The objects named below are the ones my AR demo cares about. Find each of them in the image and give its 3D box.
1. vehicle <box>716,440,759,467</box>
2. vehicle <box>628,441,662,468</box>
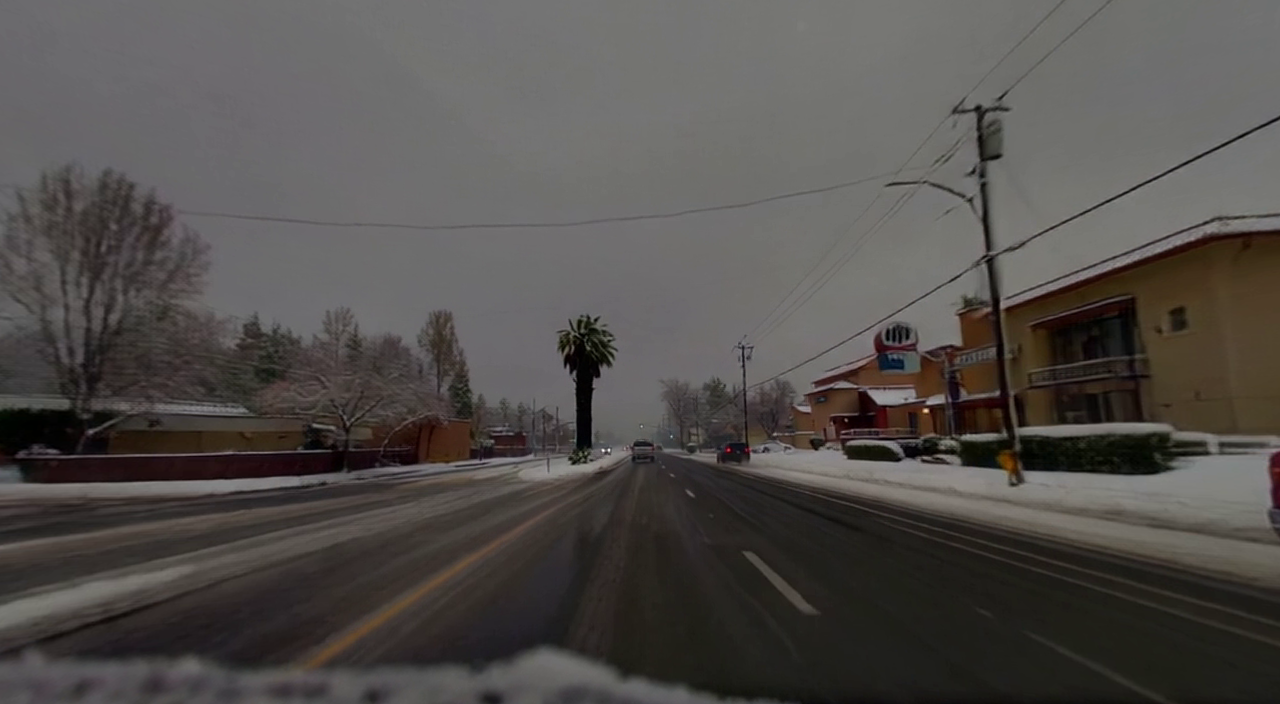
[{"bbox_3d":[6.642,6.980,43.419,2.252,1.718,4.617,0,-9,0],"label":"vehicle"},{"bbox_3d":[0.312,6.821,42.165,2.138,1.702,4.168,0,-9,0],"label":"vehicle"}]
